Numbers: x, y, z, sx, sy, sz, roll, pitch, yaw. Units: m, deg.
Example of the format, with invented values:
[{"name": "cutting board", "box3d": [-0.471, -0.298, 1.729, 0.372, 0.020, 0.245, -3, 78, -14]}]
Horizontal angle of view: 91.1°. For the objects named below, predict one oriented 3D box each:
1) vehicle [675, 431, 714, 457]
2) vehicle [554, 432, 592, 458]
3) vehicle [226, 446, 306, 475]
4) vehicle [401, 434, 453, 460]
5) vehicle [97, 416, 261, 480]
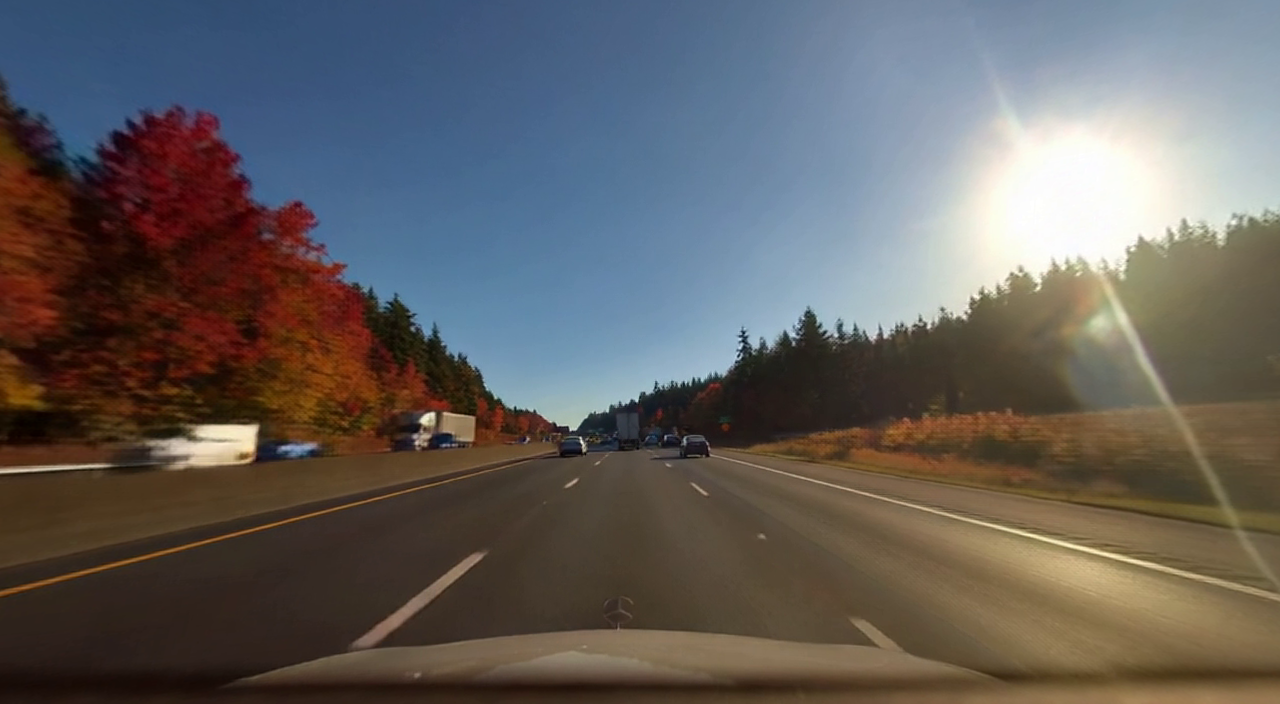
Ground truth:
[{"name": "vehicle", "box3d": [3.312, 5.685, 38.815, 1.882, 1.492, 3.958, 0, -8, -2]}, {"name": "vehicle", "box3d": [-4.146, 5.840, 39.536, 2.027, 1.501, 3.920, 0, -8, -1]}, {"name": "vehicle", "box3d": [-19.230, 5.574, 32.514, 1.861, 1.335, 3.578, 0, -8, 1]}, {"name": "vehicle", "box3d": [-13.099, 5.838, 38.950, 1.824, 1.492, 3.954, 0, -8, 0]}, {"name": "vehicle", "box3d": [-19.401, 4.064, 27.033, 2.309, 2.387, 6.225, 0, -8, 0]}]
